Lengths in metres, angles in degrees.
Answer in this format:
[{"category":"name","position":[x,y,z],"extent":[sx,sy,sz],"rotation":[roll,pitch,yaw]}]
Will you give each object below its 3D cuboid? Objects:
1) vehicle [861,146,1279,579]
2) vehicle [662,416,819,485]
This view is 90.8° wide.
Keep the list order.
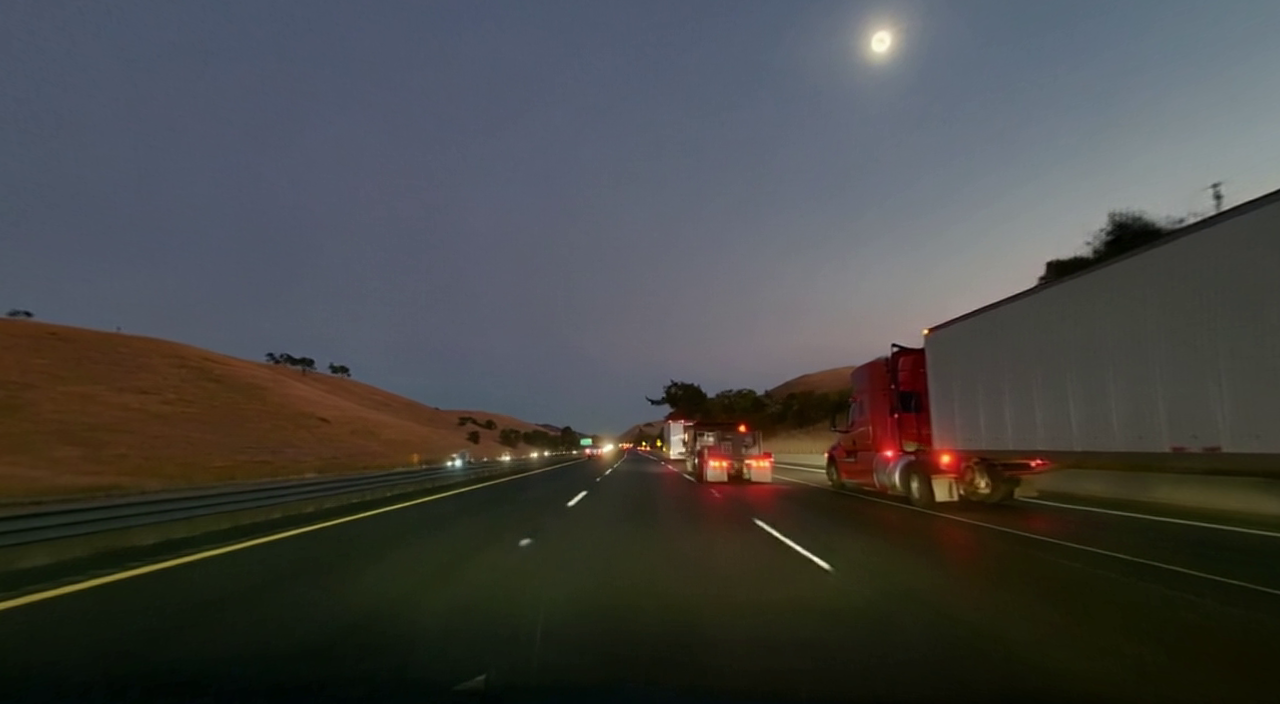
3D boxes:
[{"category":"vehicle","position":[7.729,0.598,9.456],"extent":[2.935,4.187,16.357],"rotation":[0,-9,0]},{"category":"vehicle","position":[3.409,3.478,22.384],"extent":[5.075,2.277,2.365],"rotation":[0,-9,-3]}]
